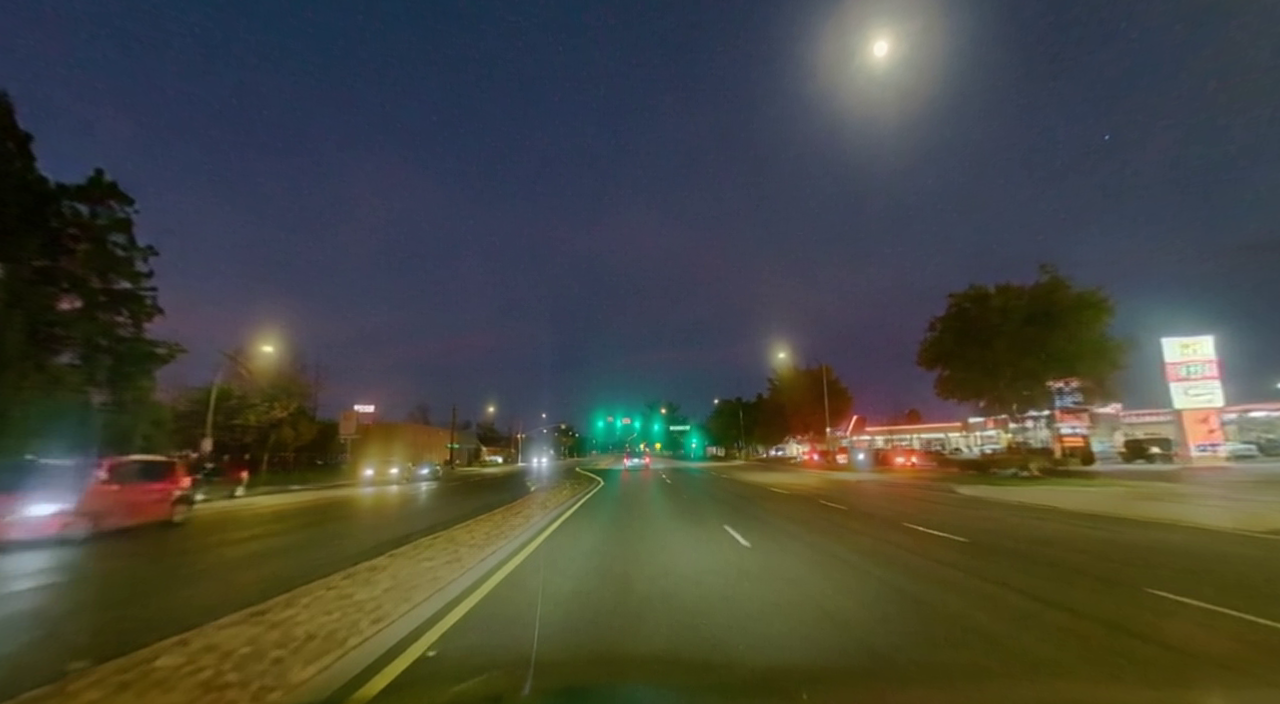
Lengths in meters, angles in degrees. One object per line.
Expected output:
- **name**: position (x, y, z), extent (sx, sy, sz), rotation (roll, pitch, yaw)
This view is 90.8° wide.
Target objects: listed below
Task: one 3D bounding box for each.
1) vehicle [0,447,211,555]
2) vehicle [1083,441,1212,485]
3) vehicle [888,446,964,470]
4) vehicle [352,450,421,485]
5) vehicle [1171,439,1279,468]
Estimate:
- **vehicle**: position (-11.374, 2.864, 12.955), extent (2.004, 1.787, 4.384), rotation (0, -9, 0)
- **vehicle**: position (19.518, 4.229, 24.285), extent (4.333, 1.532, 2.037), rotation (4, -10, -25)
- **vehicle**: position (19.406, 7.155, 42.900), extent (4.731, 1.535, 2.079), rotation (4, -10, -26)
- **vehicle**: position (-14.544, 6.605, 36.515), extent (2.046, 1.900, 4.689), rotation (0, -9, 0)
- **vehicle**: position (32.110, 5.570, 34.770), extent (4.036, 1.512, 1.856), rotation (0, -9, 1)
